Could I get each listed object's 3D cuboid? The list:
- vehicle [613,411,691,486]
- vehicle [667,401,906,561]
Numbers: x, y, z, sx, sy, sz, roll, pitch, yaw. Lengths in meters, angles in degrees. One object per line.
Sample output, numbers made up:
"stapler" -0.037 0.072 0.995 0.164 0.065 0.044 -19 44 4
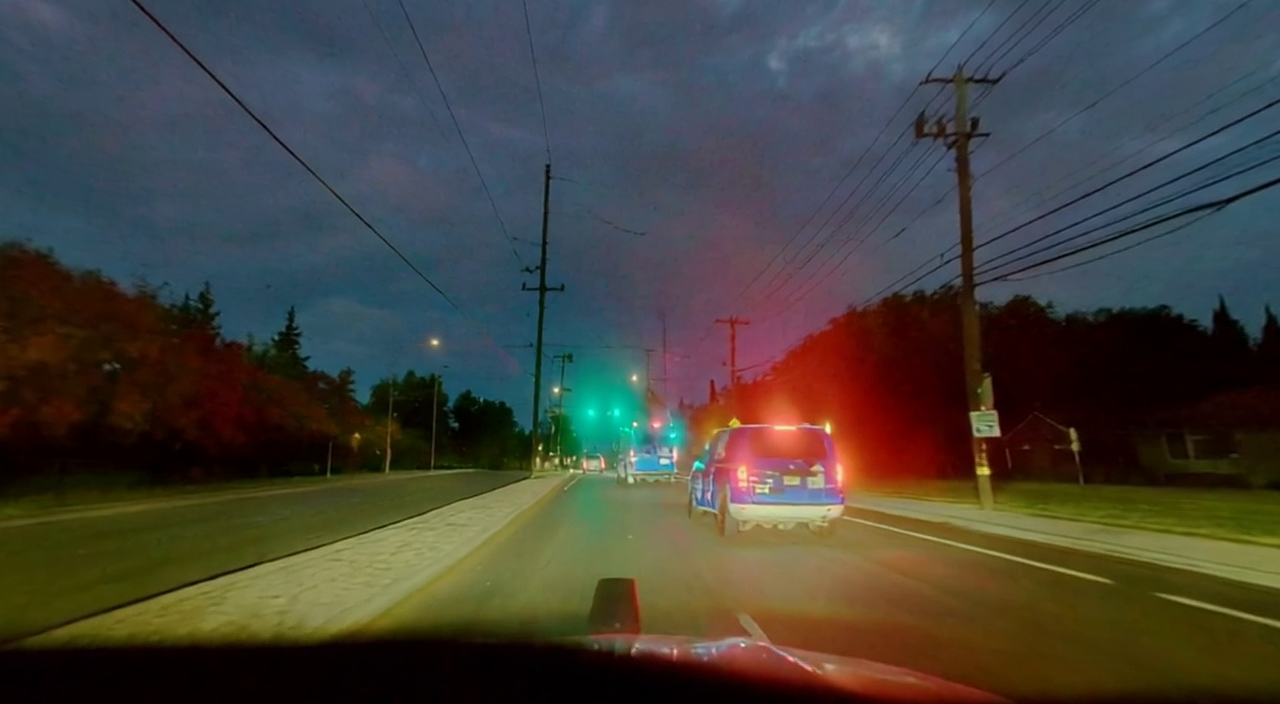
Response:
"vehicle" 0.309 3.886 25.690 2.406 2.687 5.521 1 -8 -7
"vehicle" 1.922 1.914 10.218 2.194 1.922 4.822 1 -8 -7
